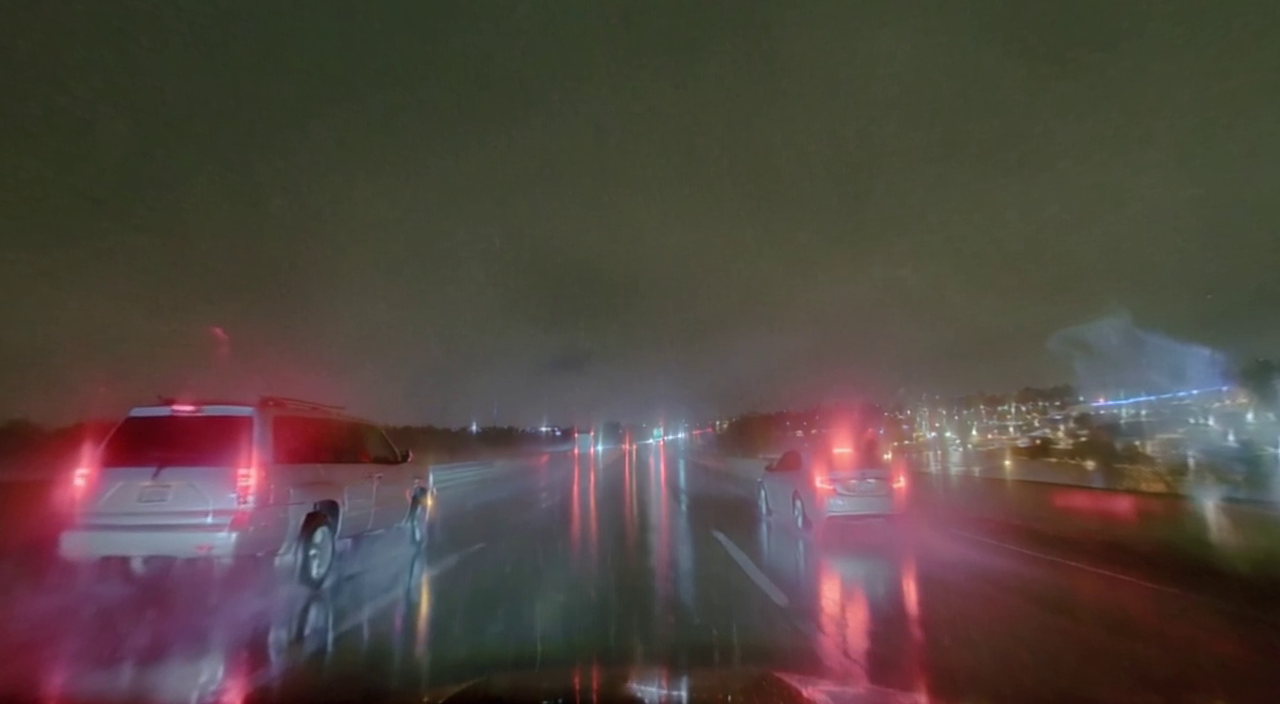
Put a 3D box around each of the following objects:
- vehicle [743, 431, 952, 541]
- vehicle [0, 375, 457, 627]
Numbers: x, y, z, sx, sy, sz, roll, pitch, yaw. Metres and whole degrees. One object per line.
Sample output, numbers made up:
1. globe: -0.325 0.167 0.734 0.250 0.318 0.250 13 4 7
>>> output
1. vehicle: 3.333 2.275 11.377 2.047 1.532 4.884 0 -9 -1
2. vehicle: -4.177 1.520 7.502 2.285 1.853 5.564 0 -9 0
